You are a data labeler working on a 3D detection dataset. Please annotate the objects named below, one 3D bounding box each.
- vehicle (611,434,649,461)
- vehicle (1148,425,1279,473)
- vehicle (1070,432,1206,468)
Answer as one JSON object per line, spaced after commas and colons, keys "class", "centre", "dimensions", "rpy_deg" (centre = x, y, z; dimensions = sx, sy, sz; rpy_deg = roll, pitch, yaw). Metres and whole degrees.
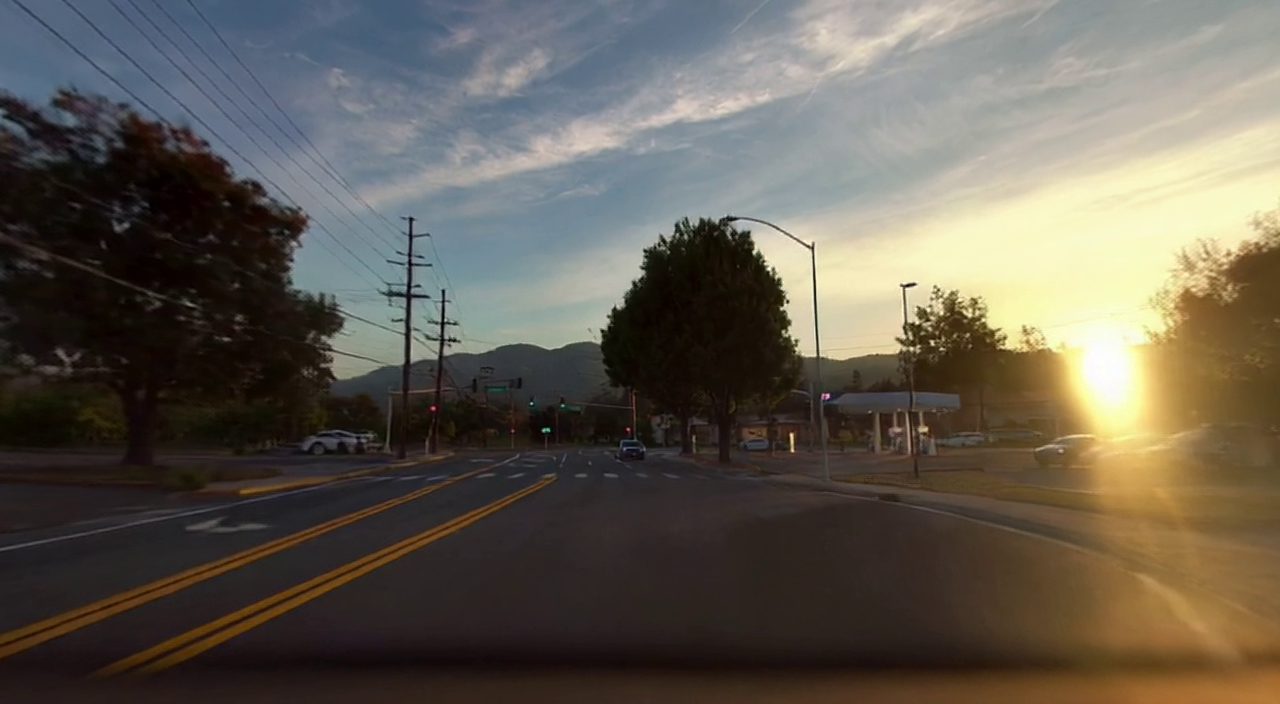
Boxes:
{"class": "vehicle", "centre": [-0.805, 7.139, 47.074], "dimensions": [2.300, 1.868, 4.690], "rpy_deg": [1, -9, -8]}
{"class": "vehicle", "centre": [23.255, 3.848, 25.004], "dimensions": [4.594, 1.790, 2.042], "rpy_deg": [2, -8, -9]}
{"class": "vehicle", "centre": [22.028, 4.336, 27.867], "dimensions": [4.661, 1.476, 1.943], "rpy_deg": [1, -9, -9]}
